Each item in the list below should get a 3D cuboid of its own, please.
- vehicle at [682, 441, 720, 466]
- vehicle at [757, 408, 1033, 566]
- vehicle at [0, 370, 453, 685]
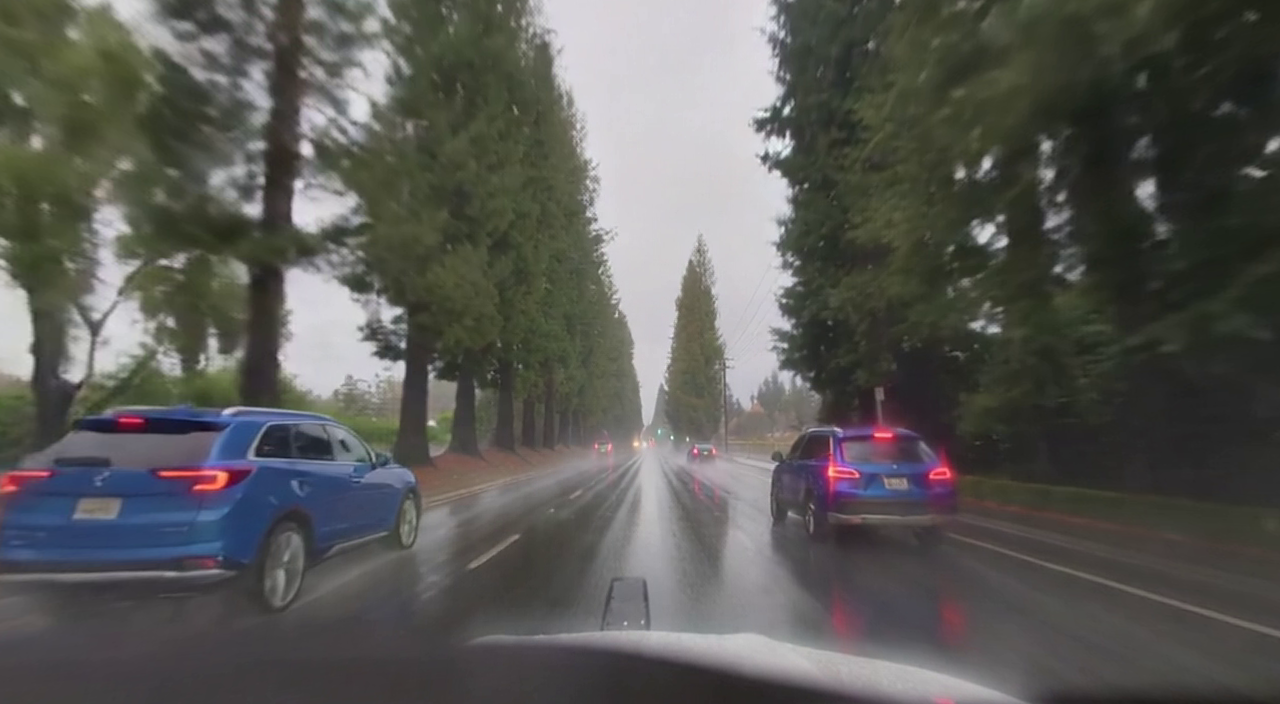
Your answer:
[{"bbox_3d":[3.726,6.316,39.370,1.906,1.468,4.422,0,-8,0],"label":"vehicle"},{"bbox_3d":[3.261,1.825,9.313,2.182,1.744,4.464,0,-8,0],"label":"vehicle"},{"bbox_3d":[-3.542,1.318,5.923,2.104,1.785,4.494,0,-8,1],"label":"vehicle"}]
